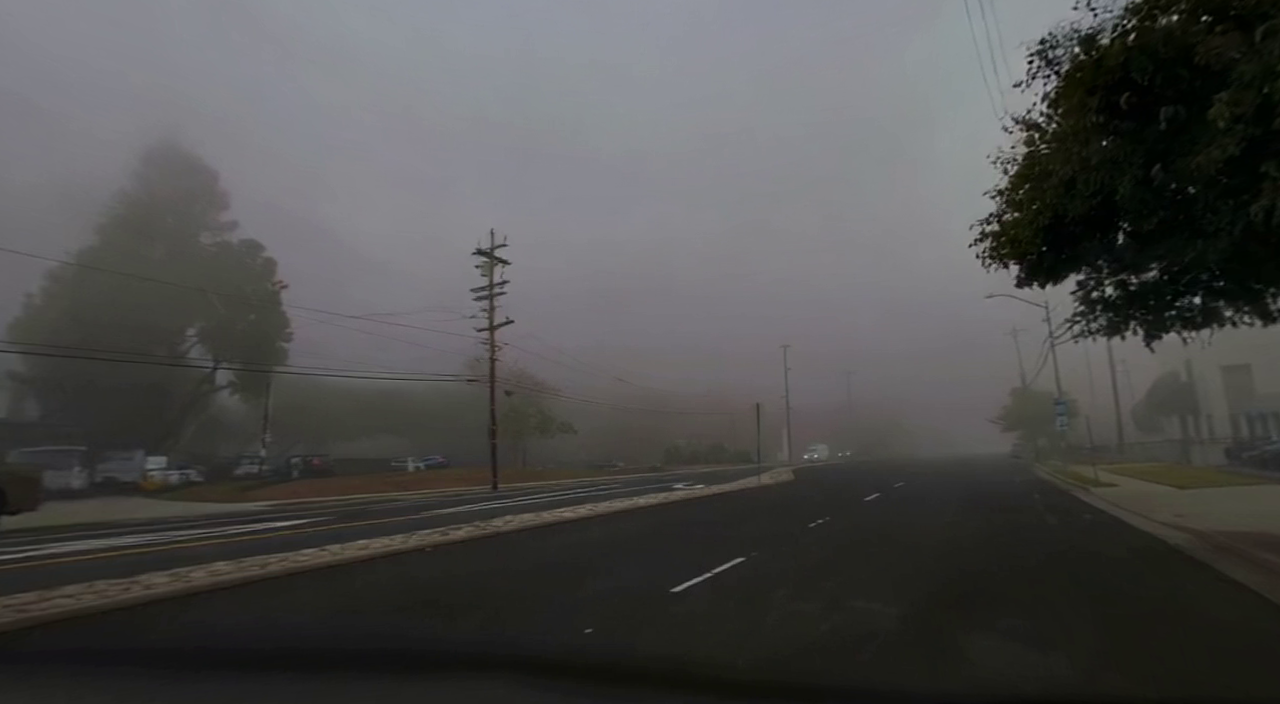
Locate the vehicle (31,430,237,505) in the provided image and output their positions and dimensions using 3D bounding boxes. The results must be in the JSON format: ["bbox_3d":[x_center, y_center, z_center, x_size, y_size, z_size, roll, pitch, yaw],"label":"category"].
[{"bbox_3d":[-28.256,6.511,35.322,11.101,3.738,2.966,-5,-10,17],"label":"vehicle"}]

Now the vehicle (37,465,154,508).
[{"bbox_3d":[-27.151,6.696,31.600,4.467,1.929,2.134,-3,-9,15],"label":"vehicle"}]
